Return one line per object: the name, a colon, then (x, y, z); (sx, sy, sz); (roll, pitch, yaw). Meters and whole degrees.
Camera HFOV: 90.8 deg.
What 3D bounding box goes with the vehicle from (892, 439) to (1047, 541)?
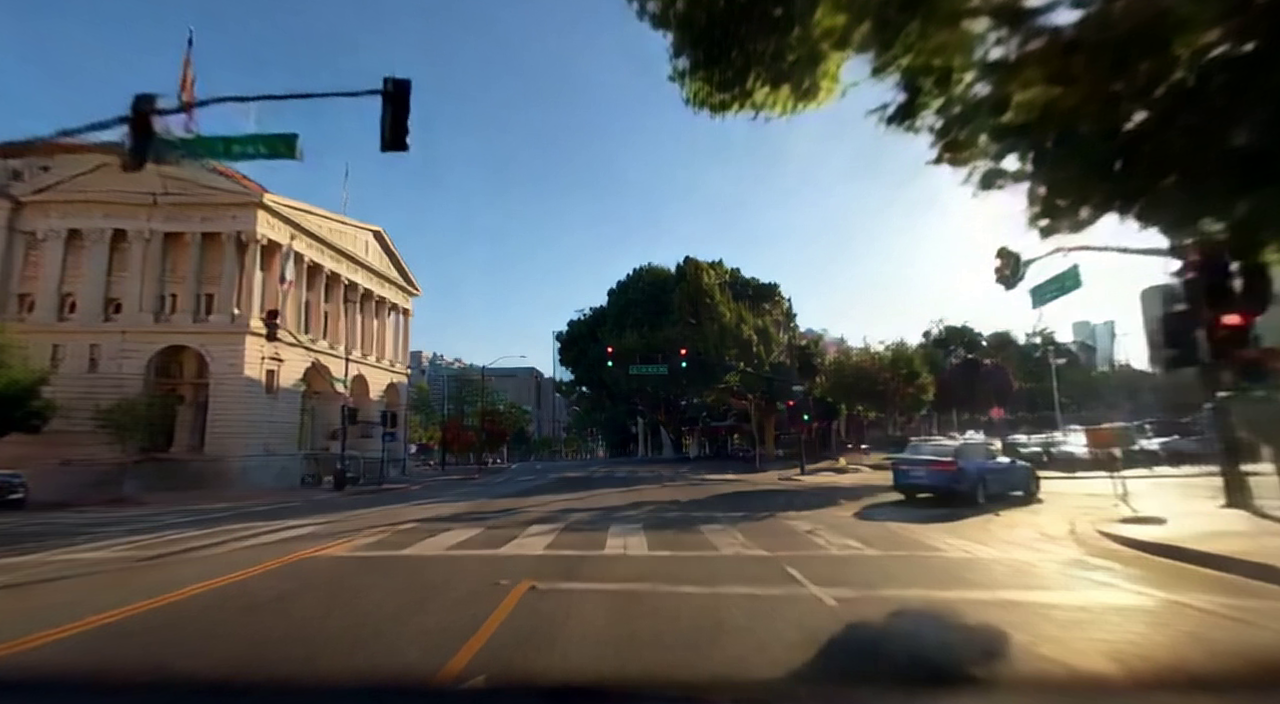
vehicle: (5.942, 2.425, 11.939); (2.085, 1.530, 4.125); (-3, -9, 21)
